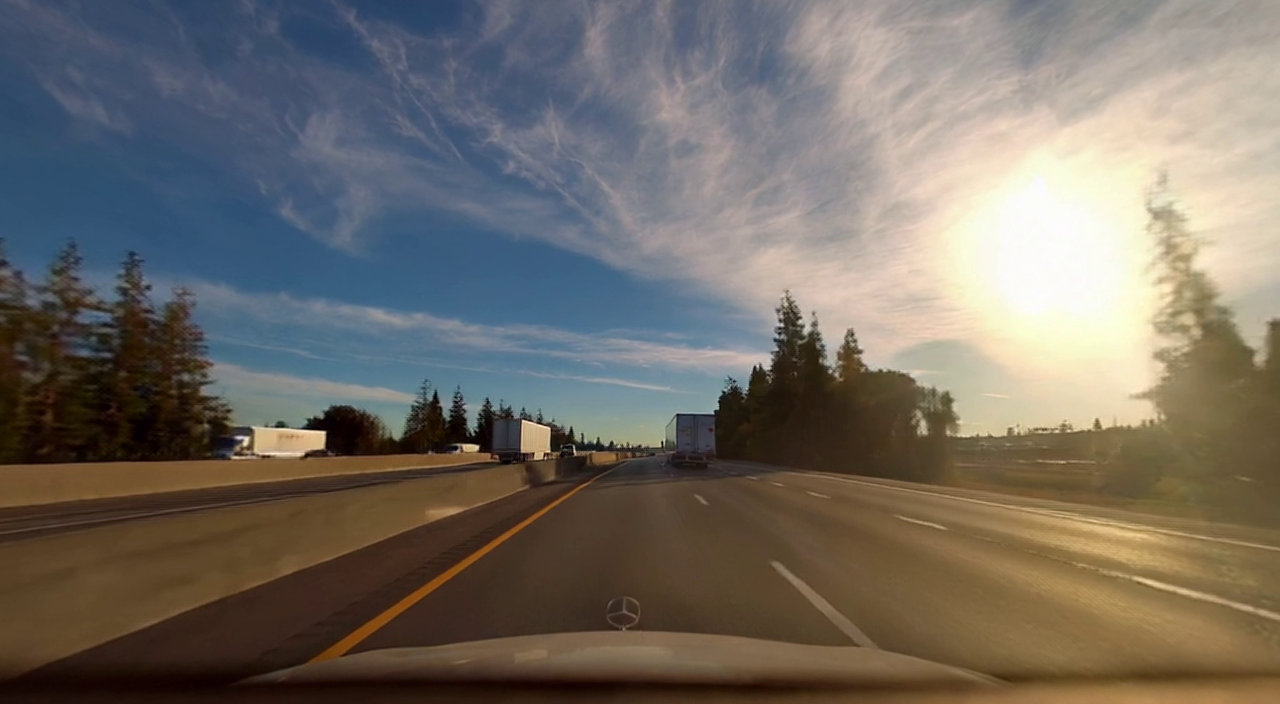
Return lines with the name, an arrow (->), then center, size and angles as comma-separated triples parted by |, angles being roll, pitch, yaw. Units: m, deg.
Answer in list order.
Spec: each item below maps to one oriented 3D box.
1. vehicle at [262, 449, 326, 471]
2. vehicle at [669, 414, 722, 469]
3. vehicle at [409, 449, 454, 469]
vehicle -> -24.367, 7.600, 44.606 | 1.917, 1.462, 4.392 | -1, -9, 3
vehicle -> 3.973, 6.965, 48.682 | 2.928, 3.595, 13.975 | 0, -9, 0
vehicle -> -15.867, 8.151, 48.171 | 1.833, 1.438, 4.011 | -1, -9, 3
